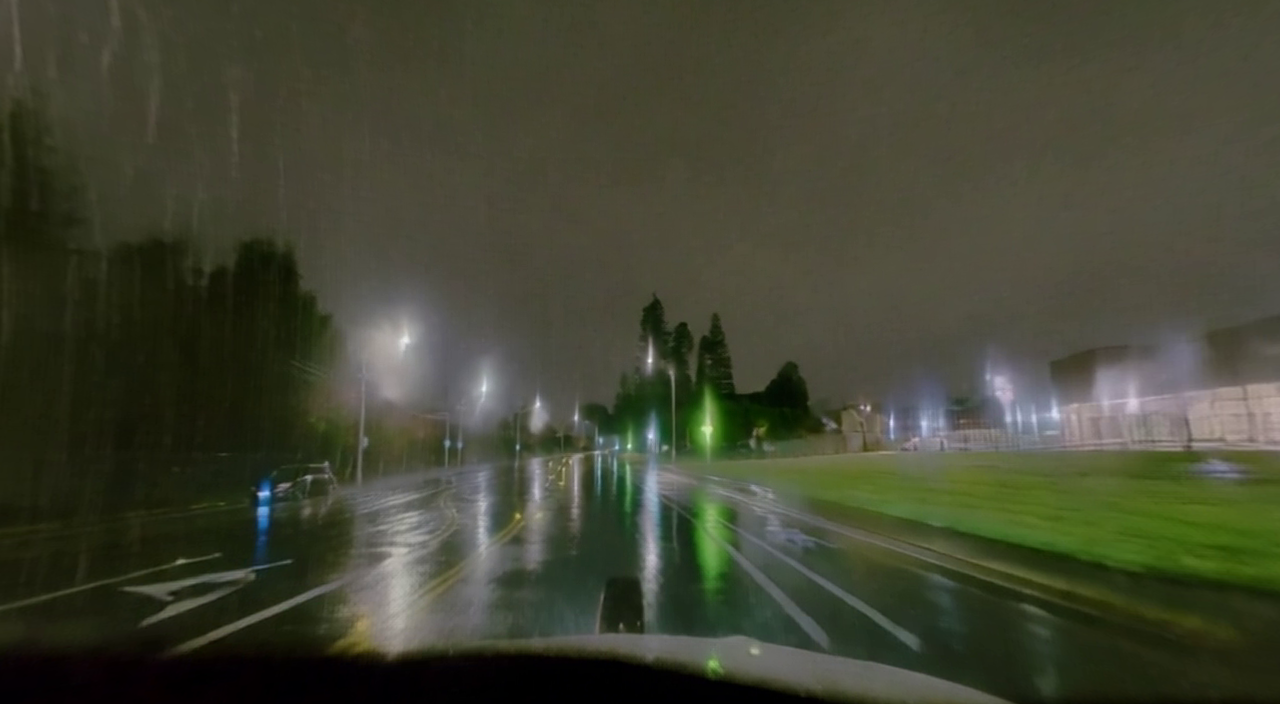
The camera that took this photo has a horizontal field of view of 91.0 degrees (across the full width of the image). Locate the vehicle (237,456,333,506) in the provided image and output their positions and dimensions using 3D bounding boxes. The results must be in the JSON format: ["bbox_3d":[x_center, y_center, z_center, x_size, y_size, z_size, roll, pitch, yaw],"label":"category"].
[{"bbox_3d":[-14.775,5.326,26.466,1.952,1.632,4.200,-2,-7,-6],"label":"vehicle"}]
